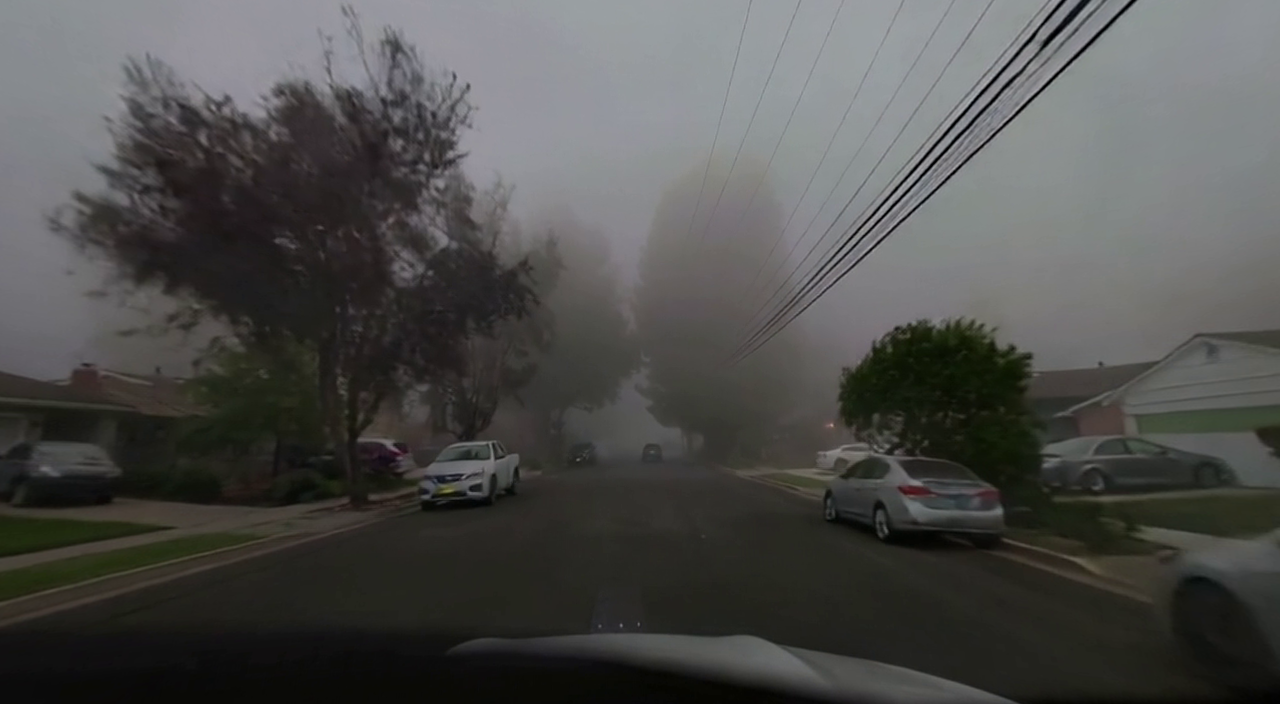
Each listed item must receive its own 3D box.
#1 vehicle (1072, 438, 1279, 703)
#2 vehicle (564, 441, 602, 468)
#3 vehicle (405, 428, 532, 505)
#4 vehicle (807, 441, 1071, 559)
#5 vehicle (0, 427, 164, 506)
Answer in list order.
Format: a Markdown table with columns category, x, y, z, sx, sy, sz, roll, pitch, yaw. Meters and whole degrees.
| category | x | y | z | sx | sy | sz | roll | pitch | yaw |
| --- | --- | --- | --- | --- | --- | --- | --- | --- | --- |
| vehicle | 4.298 | 1.076 | 2.518 | 2.031 | 1.471 | 4.328 | 0 | -8 | -1 |
| vehicle | -4.032 | 7.376 | 45.591 | 2.207 | 1.669 | 4.363 | -2 | -7 | 1 |
| vehicle | -4.590 | 3.103 | 17.873 | 2.164 | 1.810 | 5.044 | 1 | -7 | 0 |
| vehicle | 4.478 | 2.258 | 10.549 | 2.094 | 1.490 | 4.739 | 0 | -8 | 0 |
| vehicle | -14.200 | 2.734 | 15.452 | 4.702 | 1.675 | 1.984 | -4 | -9 | 25 |
